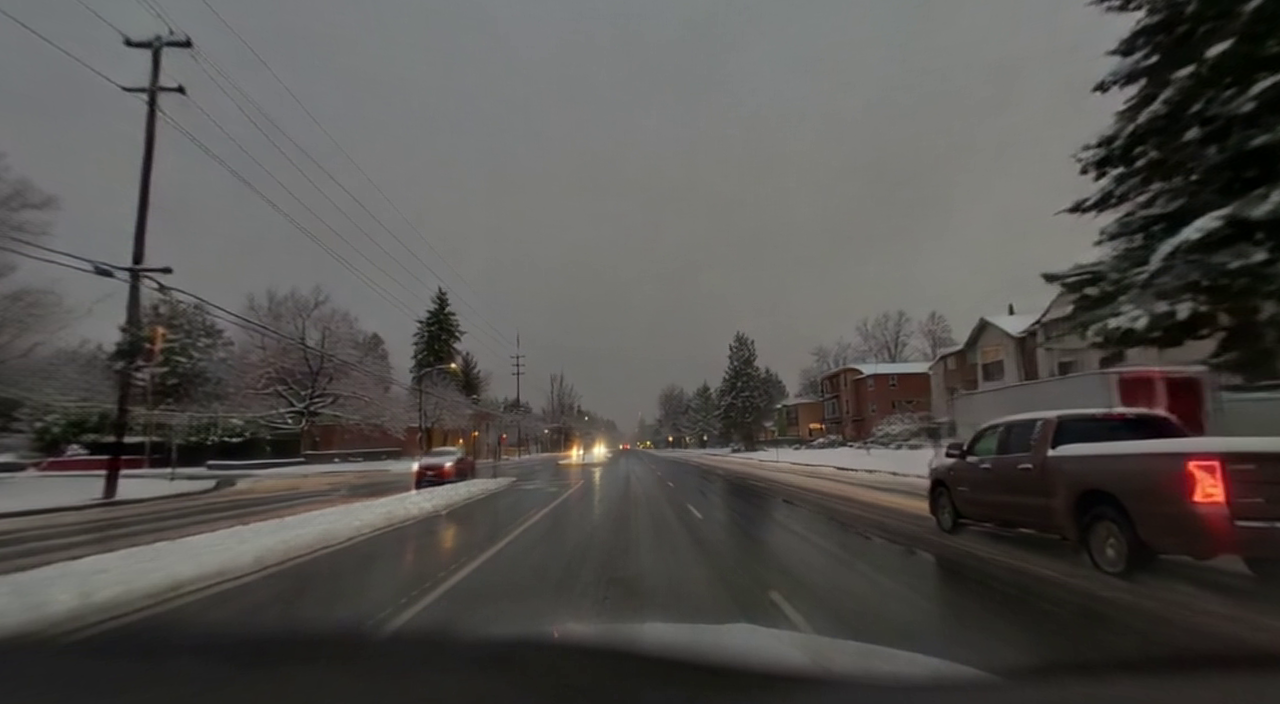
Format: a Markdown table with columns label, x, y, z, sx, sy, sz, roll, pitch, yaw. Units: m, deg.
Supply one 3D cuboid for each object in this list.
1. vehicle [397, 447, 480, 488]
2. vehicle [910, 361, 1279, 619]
| label | x | y | z | sx | sy | sz | roll | pitch | yaw |
| --- | --- | --- | --- | --- | --- | --- | --- | --- | --- |
| vehicle | -8.642 | 4.954 | 27.540 | 2.140 | 1.609 | 4.460 | 0 | -9 | 0 |
| vehicle | 6.019 | 1.495 | 7.921 | 2.493 | 1.956 | 6.125 | 0 | -9 | -1 |
